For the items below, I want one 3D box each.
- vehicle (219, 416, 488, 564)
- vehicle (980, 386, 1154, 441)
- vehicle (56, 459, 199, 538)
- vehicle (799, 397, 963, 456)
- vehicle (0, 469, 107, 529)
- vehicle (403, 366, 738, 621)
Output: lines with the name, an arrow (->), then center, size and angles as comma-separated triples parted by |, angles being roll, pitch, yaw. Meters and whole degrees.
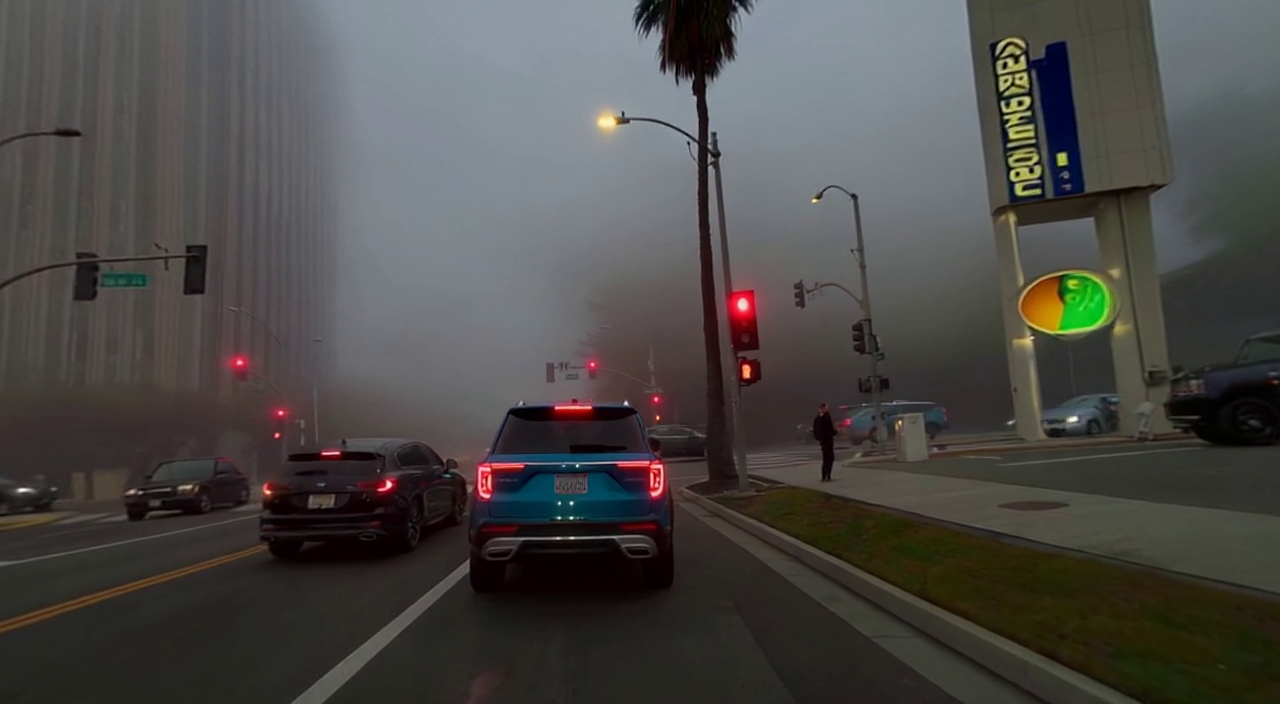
vehicle -> -3.929, 1.965, 9.914 | 2.097, 1.692, 5.030 | 0, -8, -3
vehicle -> 16.249, 2.405, 24.278 | 5.033, 1.999, 2.259 | 0, -8, -3
vehicle -> -14.020, 3.830, 17.188 | 4.660, 1.708, 2.331 | -8, -12, 44
vehicle -> 9.013, 2.842, 23.966 | 5.307, 2.076, 2.122 | 0, -8, -5
vehicle -> -21.475, 4.899, 21.240 | 5.011, 1.796, 2.176 | 0, -8, -1
vehicle -> -0.655, 1.411, 7.295 | 2.519, 1.913, 4.819 | 0, -8, -3
